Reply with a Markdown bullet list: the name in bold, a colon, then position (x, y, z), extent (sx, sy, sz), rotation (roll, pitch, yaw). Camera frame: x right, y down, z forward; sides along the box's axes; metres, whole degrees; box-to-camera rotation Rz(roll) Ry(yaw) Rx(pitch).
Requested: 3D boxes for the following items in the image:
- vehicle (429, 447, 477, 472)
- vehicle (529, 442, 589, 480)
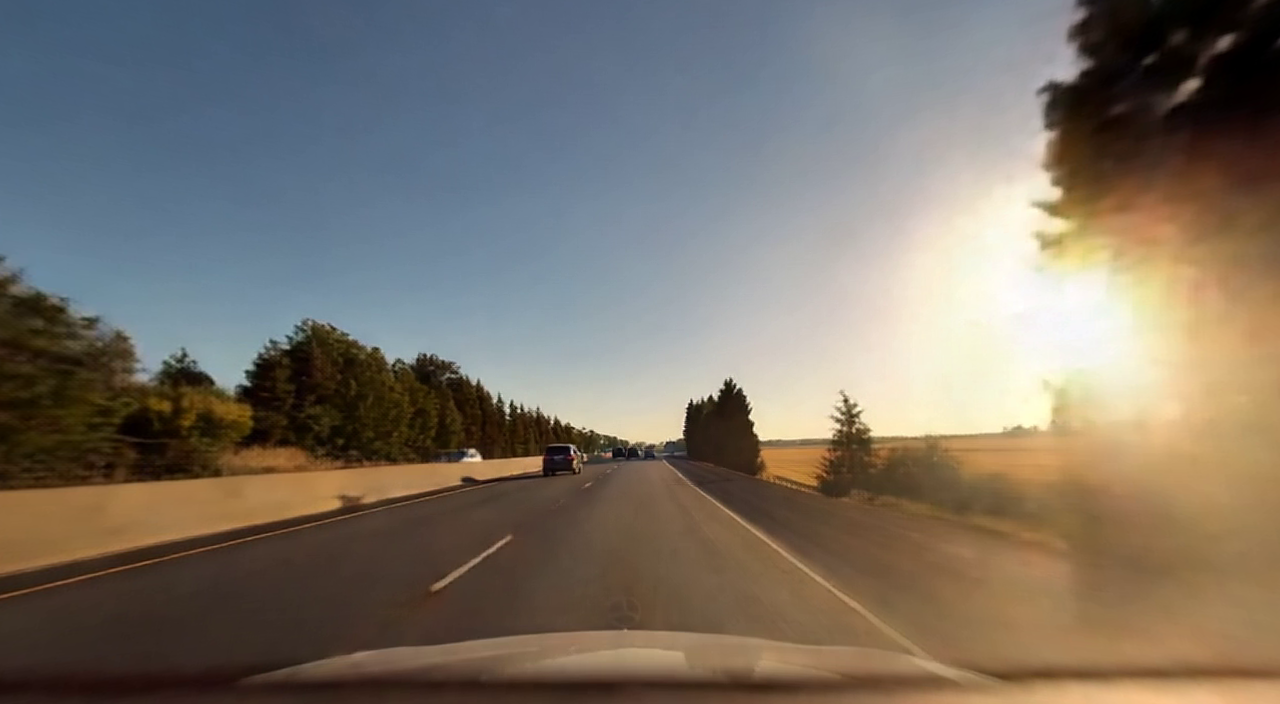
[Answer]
- **vehicle**: position (-11.693, 6.743, 39.706), extent (1.801, 1.459, 3.745), rotation (0, -9, 2)
- **vehicle**: position (-3.863, 5.295, 30.908), extent (2.188, 1.692, 4.623), rotation (0, -9, 1)
